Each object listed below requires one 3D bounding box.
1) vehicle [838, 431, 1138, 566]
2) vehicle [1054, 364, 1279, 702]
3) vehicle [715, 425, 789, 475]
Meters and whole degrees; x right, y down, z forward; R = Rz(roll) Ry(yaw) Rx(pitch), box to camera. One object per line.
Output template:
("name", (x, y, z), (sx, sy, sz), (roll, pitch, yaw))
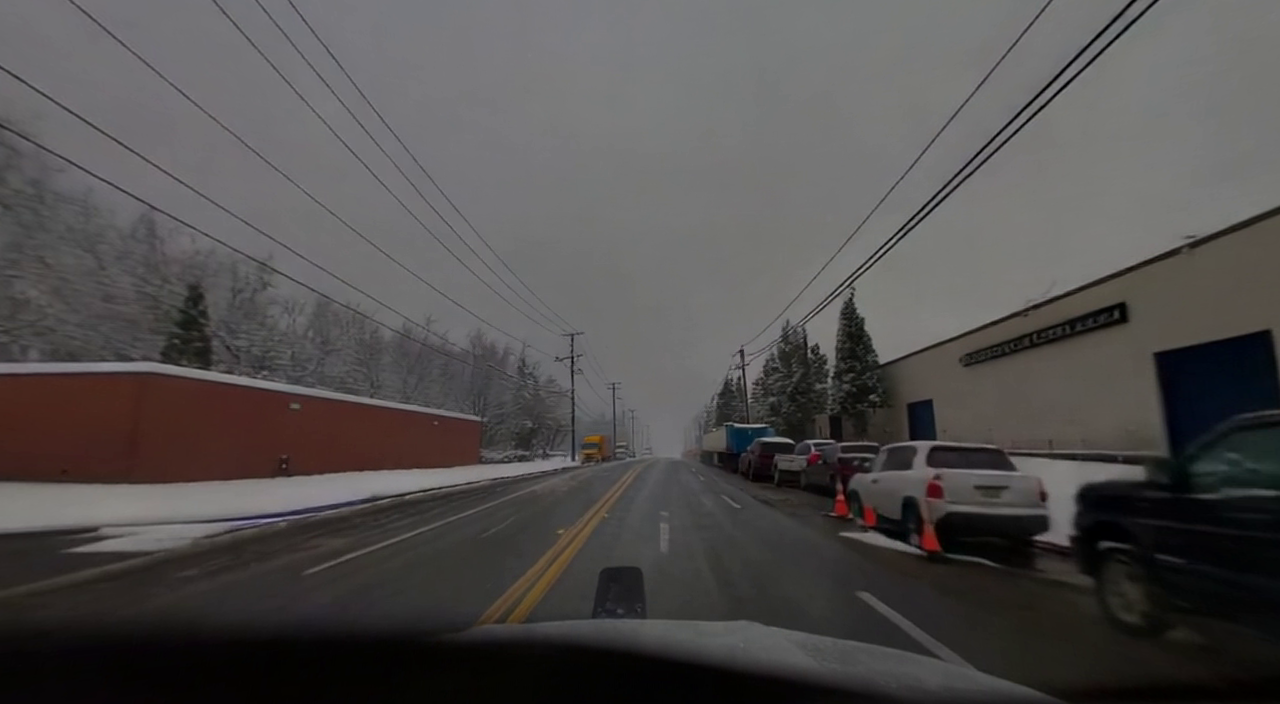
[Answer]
("vehicle", (4.557, 1.956, 9.332), (1.878, 1.455, 4.671), (-1, -8, 2))
("vehicle", (4.392, 0.807, 2.338), (2.009, 1.776, 5.440), (0, -8, 0))
("vehicle", (4.932, 4.434, 28.768), (2.425, 1.977, 5.915), (-1, -8, 2))
